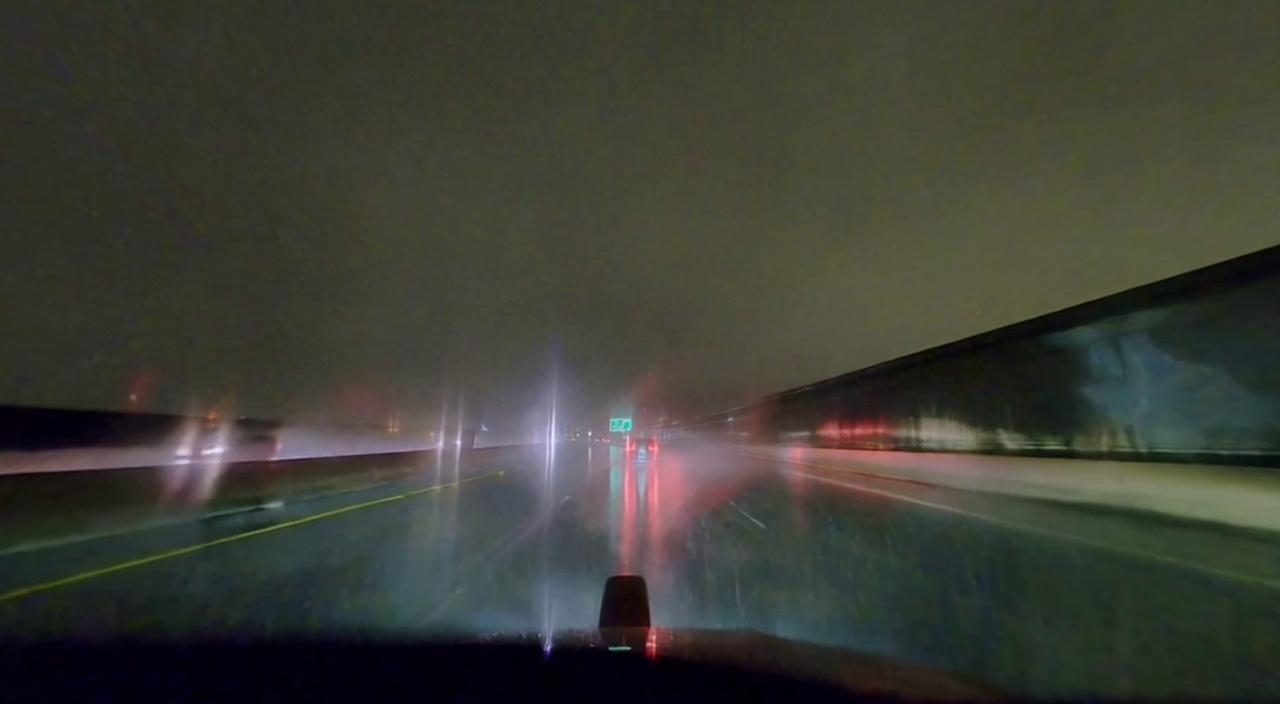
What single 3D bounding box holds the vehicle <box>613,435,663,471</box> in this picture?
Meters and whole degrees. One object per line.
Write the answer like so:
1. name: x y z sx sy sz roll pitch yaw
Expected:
1. vehicle: -0.080 4.624 29.102 2.130 1.512 4.057 0 -8 0
